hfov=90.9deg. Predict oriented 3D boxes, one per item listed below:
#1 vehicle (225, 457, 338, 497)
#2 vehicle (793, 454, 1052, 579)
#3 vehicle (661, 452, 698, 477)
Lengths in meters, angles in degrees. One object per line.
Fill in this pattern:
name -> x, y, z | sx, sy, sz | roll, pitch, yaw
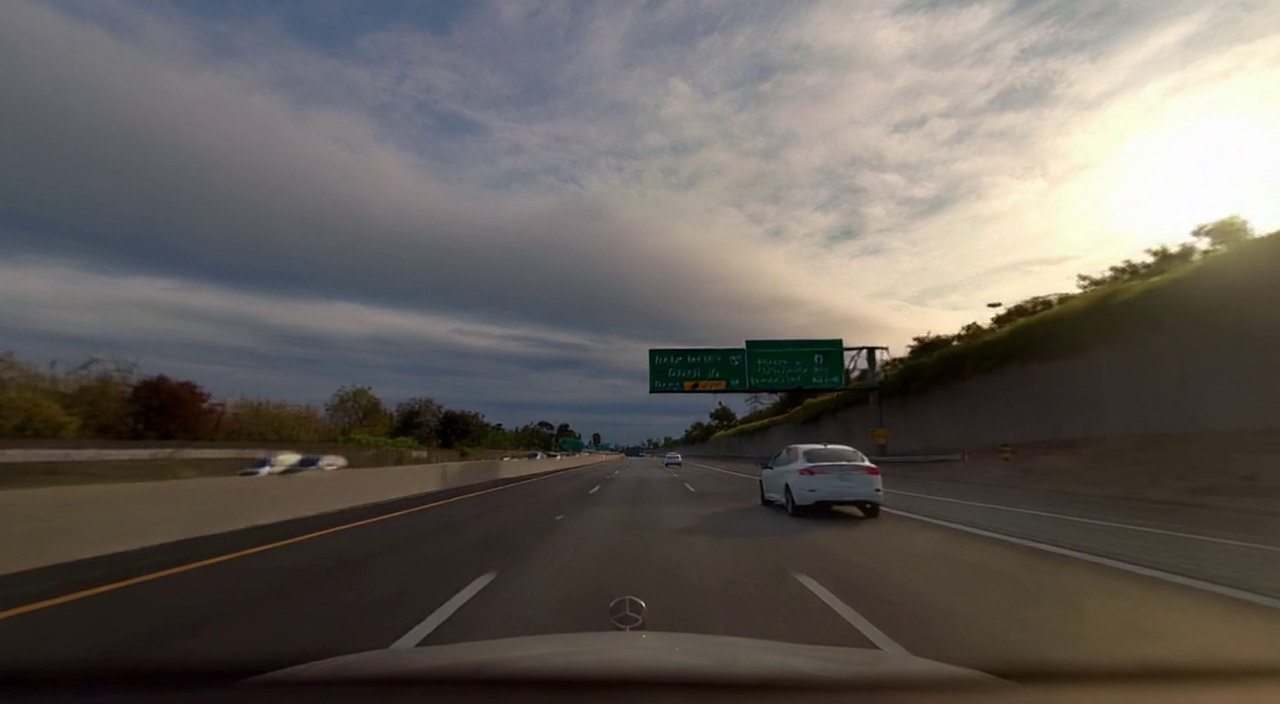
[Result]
vehicle -> -15.059, 5.243, 26.815 | 1.960, 1.474, 4.630 | -1, -9, 2
vehicle -> 3.518, 2.076, 8.645 | 1.883, 1.320, 3.386 | 0, -9, -2
vehicle -> 2.356, 6.867, 38.729 | 2.065, 1.400, 4.028 | 0, -9, 0
